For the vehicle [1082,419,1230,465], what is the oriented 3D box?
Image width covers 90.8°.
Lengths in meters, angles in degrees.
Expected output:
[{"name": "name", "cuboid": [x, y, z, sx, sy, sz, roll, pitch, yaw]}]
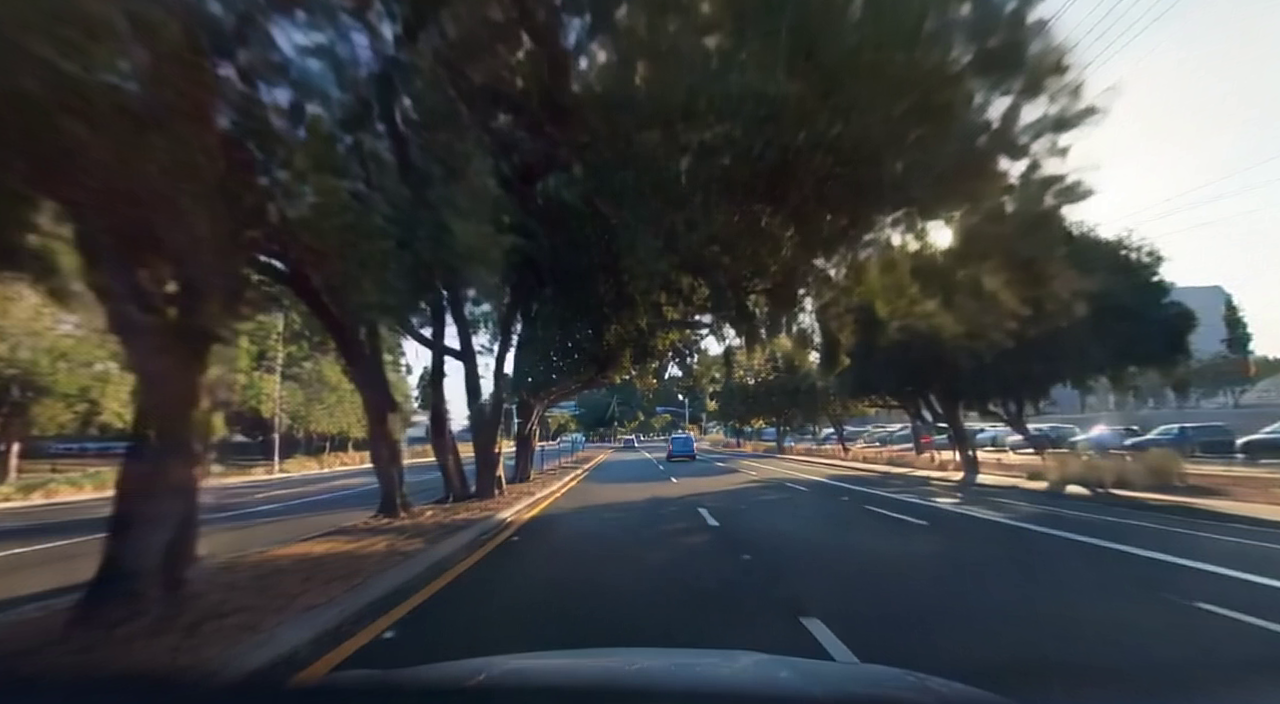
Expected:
[{"name": "vehicle", "cuboid": [20.311, 3.600, 25.213, 1.896, 1.656, 4.653, 0, -8, -1]}]

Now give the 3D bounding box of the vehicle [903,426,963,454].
[{"name": "vehicle", "cuboid": [19.985, 6.055, 43.278, 1.939, 1.753, 4.469, 0, -8, 0]}]

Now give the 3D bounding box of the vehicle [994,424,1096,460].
[{"name": "vehicle", "cuboid": [20.169, 4.535, 31.763, 2.021, 1.640, 4.620, 0, -8, -1]}]

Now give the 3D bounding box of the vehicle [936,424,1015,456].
[{"name": "vehicle", "cuboid": [19.964, 5.272, 37.839, 1.941, 1.784, 4.967, 0, -8, -1]}]

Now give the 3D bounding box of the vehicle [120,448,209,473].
[{"name": "vehicle", "cuboid": [-34.572, 7.867, 46.043, 4.598, 1.717, 2.289, 0, -8, -1]}]

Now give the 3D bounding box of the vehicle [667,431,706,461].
[{"name": "vehicle", "cuboid": [2.970, 6.116, 40.989, 2.086, 1.803, 4.607, 0, -8, -1]}]
